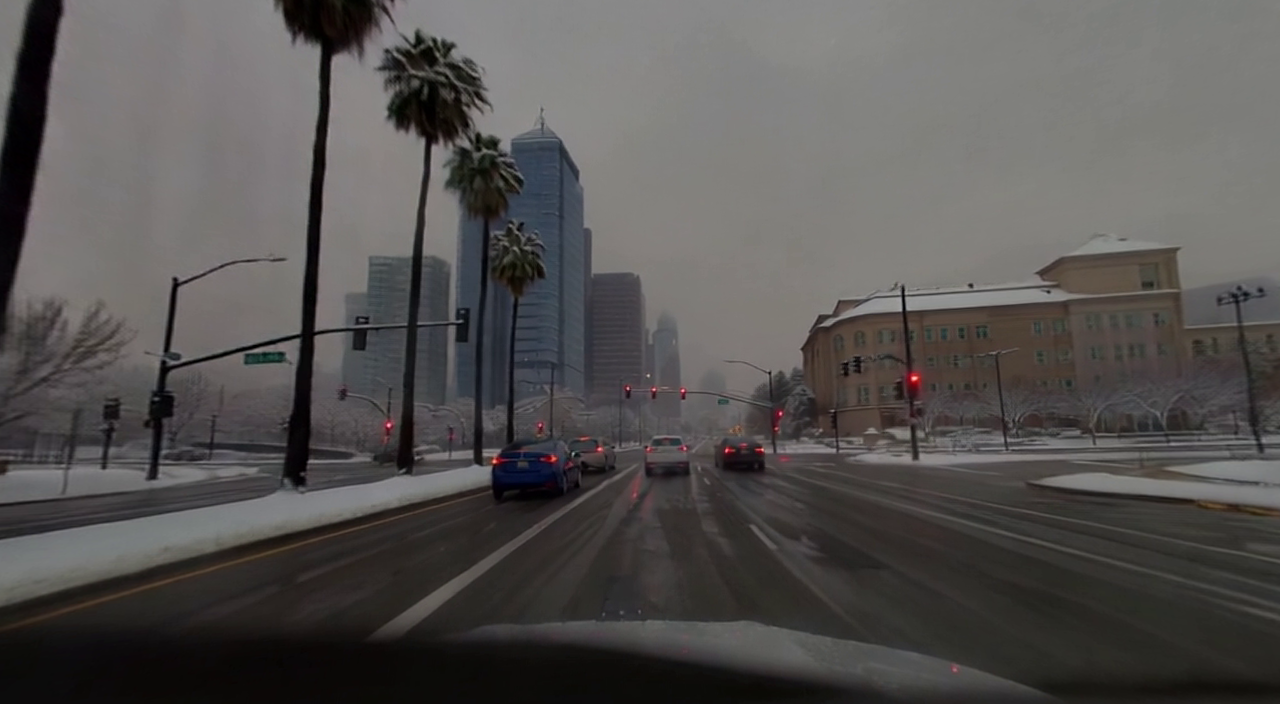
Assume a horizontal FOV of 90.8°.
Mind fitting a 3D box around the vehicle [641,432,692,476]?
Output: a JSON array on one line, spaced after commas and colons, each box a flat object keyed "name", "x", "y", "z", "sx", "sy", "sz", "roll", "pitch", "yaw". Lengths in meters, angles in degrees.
[{"name": "vehicle", "x": 1.146, "y": 4.408, "z": 27.515, "sx": 2.060, "sy": 1.730, "sz": 4.257, "roll": -1, "pitch": -9, "yaw": 2}]

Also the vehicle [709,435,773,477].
[{"name": "vehicle", "x": 4.016, "y": 4.219, "z": 25.806, "sx": 1.936, "sy": 1.567, "sz": 3.896, "roll": 0, "pitch": -9, "yaw": 0}]

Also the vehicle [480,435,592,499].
[{"name": "vehicle", "x": -2.631, "y": 3.061, "z": 17.204, "sx": 1.962, "sy": 1.480, "sz": 4.605, "roll": -1, "pitch": -9, "yaw": 4}]
